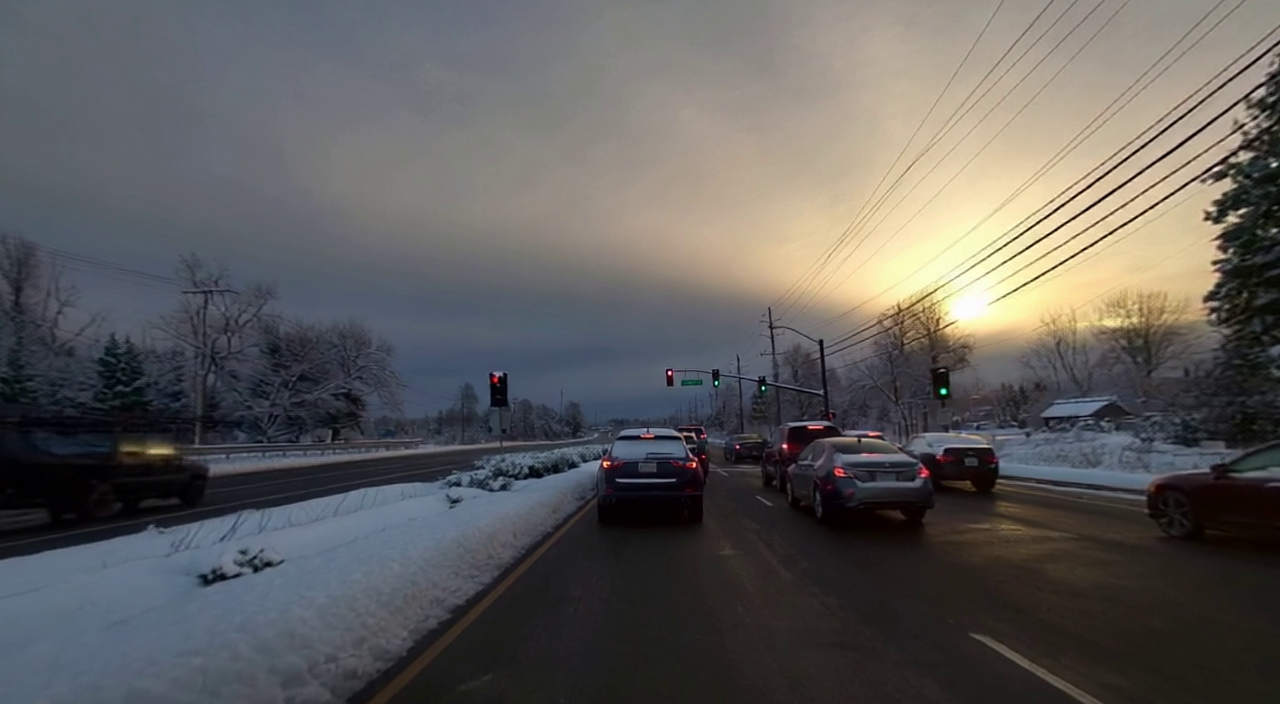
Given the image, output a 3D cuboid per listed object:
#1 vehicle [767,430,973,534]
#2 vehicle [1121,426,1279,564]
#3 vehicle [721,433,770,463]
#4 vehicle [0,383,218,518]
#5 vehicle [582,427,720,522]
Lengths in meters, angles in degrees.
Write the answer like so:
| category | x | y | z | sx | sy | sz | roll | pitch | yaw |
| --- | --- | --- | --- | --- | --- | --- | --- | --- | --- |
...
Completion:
| category | x | y | z | sx | sy | sz | roll | pitch | yaw |
| --- | --- | --- | --- | --- | --- | --- | --- | --- | --- |
| vehicle | 3.727 | 2.189 | 11.282 | 2.028 | 1.454 | 4.531 | 0 | -8 | 1 |
| vehicle | 7.904 | 1.556 | 6.886 | 1.905 | 1.483 | 4.469 | -1 | -8 | 3 |
| vehicle | 5.530 | 5.090 | 33.573 | 1.995 | 1.491 | 4.133 | 0 | -8 | 1 |
| vehicle | -17.632 | 2.898 | 18.666 | 3.085 | 3.375 | 9.783 | -1 | -8 | 3 |
| vehicle | 0.195 | 2.287 | 12.347 | 2.208 | 1.498 | 4.401 | 0 | -8 | 1 |
